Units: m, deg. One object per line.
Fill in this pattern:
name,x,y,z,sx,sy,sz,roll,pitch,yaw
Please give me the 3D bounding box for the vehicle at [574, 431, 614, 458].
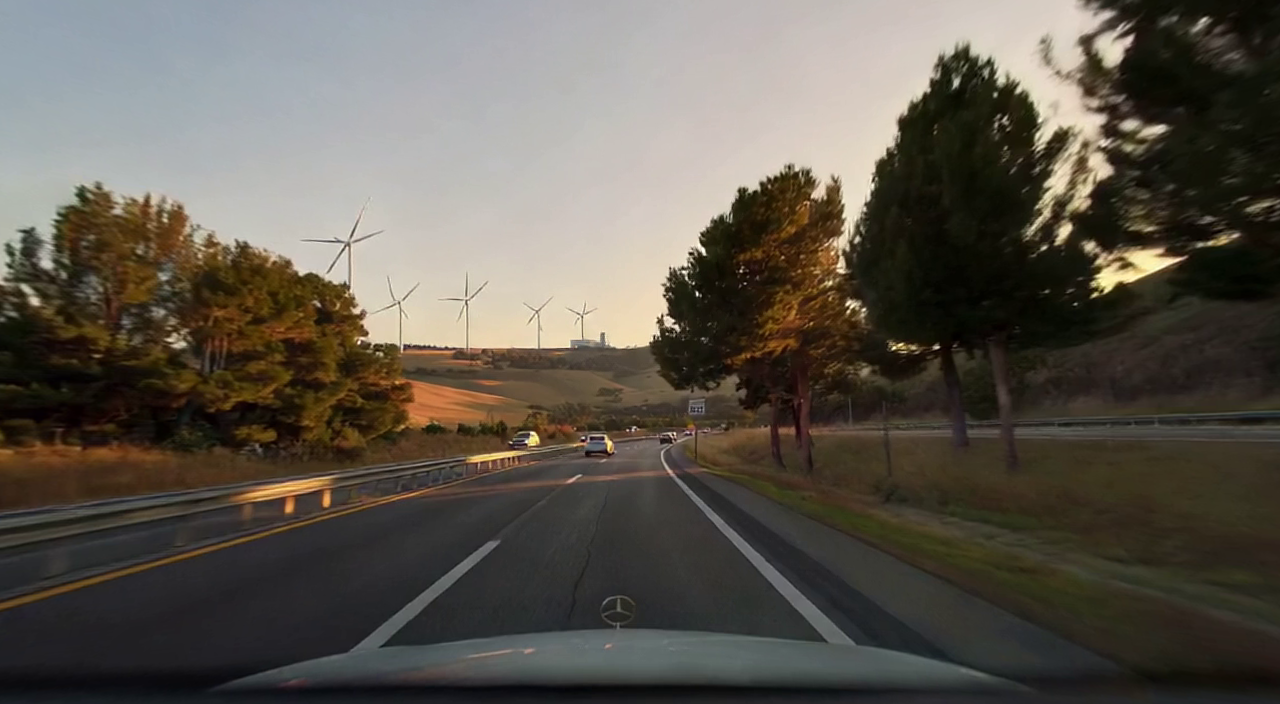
vehicle,-2.845,5.855,40.092,2.123,1.629,4.180,0,-8,1
